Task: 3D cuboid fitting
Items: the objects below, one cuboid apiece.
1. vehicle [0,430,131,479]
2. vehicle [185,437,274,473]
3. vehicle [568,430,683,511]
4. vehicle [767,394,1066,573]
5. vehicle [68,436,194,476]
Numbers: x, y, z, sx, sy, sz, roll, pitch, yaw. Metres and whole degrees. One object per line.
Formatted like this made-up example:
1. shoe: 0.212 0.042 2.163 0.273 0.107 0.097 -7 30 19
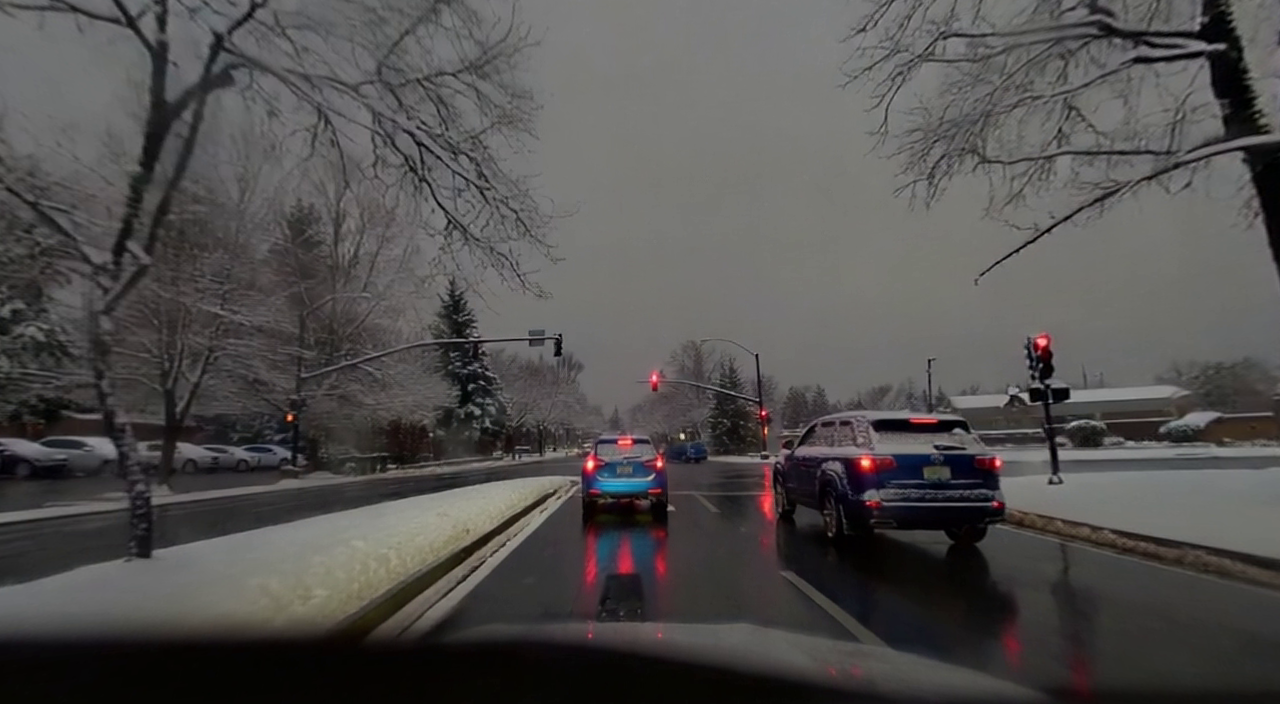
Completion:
1. vehicle: -28.823 5.031 31.259 5.285 2.200 2.387 3 -10 -32
2. vehicle: -28.544 7.155 44.000 4.943 2.110 2.217 3 -11 -38
3. vehicle: -0.297 2.606 14.388 2.177 1.512 4.682 0 -8 0
4. vehicle: 3.197 1.634 8.549 2.046 1.768 4.370 0 -8 0
5. vehicle: -28.472 5.804 35.621 5.119 2.119 2.199 4 -9 -29
